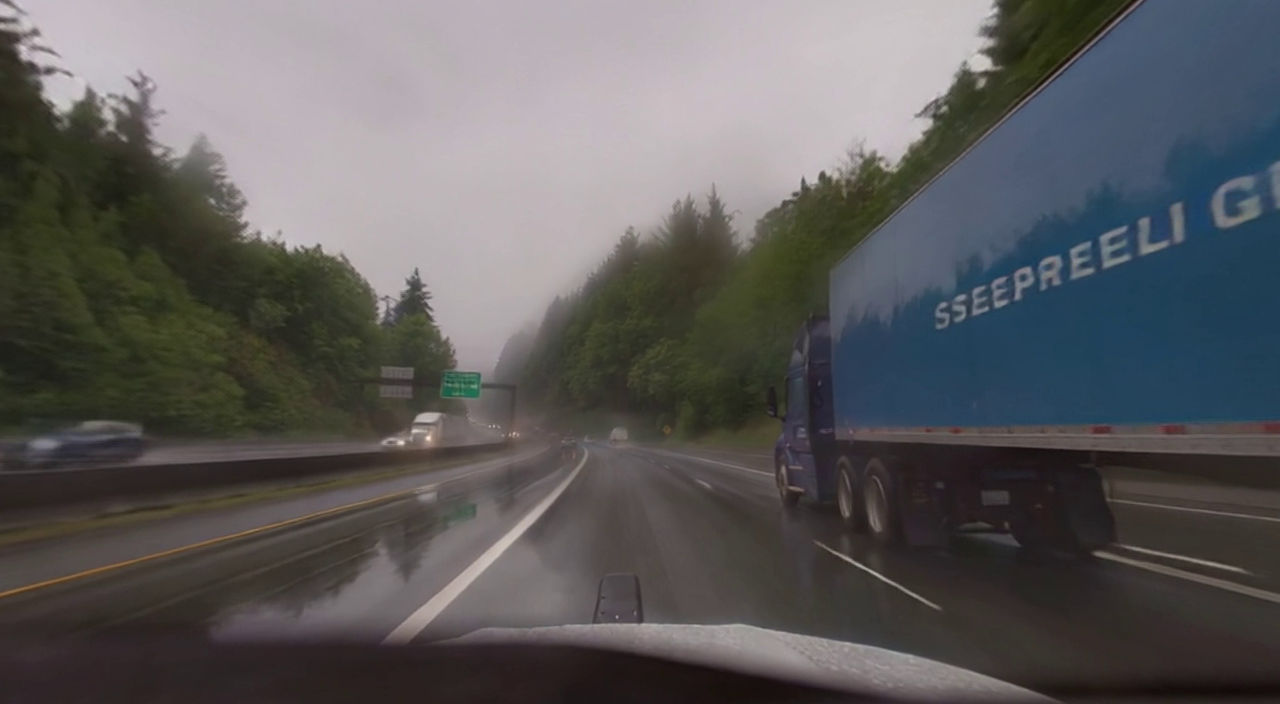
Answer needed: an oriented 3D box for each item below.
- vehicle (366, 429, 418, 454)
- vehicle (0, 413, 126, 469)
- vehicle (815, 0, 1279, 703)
[{"bbox_3d":[-15.736,5.694,40.214,1.866,1.528,4.012,1,-8,-4],"label":"vehicle"},{"bbox_3d":[-18.971,2.788,19.799,1.905,1.567,4.492,0,-8,-1],"label":"vehicle"},{"bbox_3d":[4.042,0.166,6.007,2.964,3.950,5.853,0,-8,0],"label":"vehicle"}]
